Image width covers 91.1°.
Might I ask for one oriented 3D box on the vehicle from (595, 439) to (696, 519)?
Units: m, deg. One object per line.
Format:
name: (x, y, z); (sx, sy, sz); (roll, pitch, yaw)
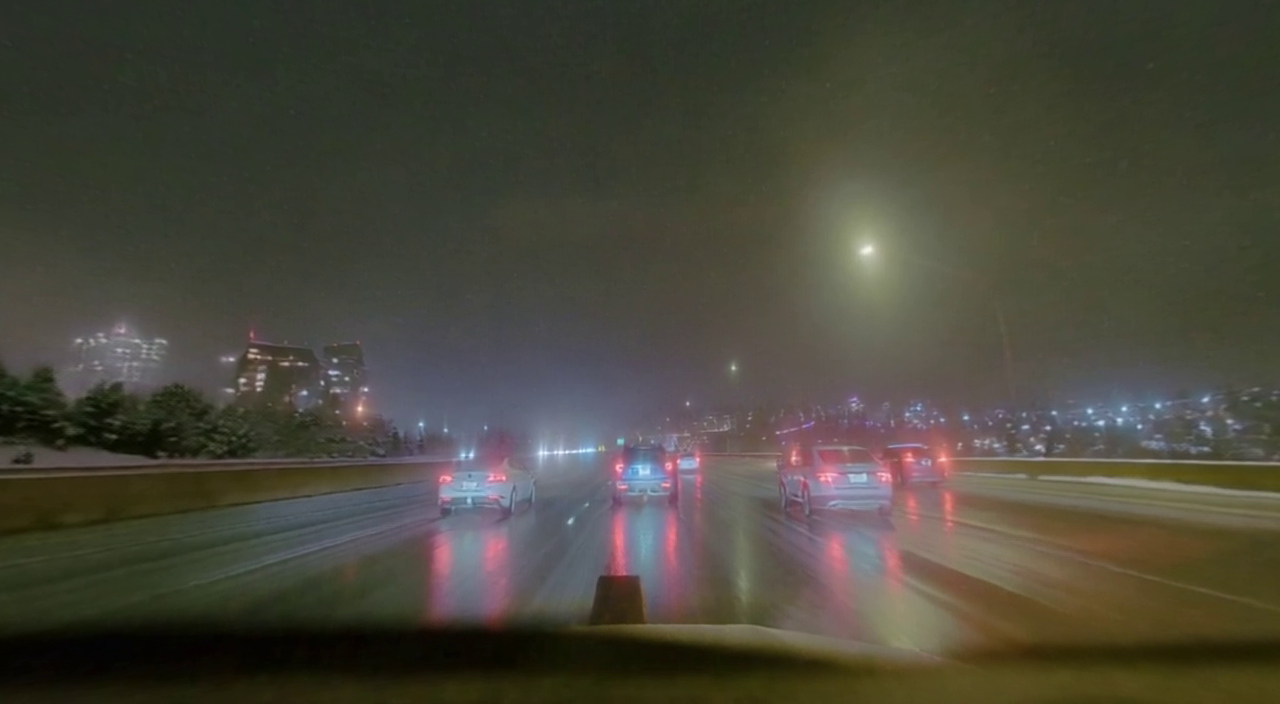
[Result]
vehicle: (0.143, 2.979, 15.212); (2.099, 1.640, 4.134); (0, -9, 1)

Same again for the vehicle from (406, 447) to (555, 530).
vehicle: (-3.274, 2.895, 13.995); (2.011, 1.510, 4.698); (0, -9, 1)

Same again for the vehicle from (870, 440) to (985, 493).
vehicle: (10.589, 4.222, 23.582); (2.133, 1.770, 4.537); (0, -9, 0)

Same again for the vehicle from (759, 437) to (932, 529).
vehicle: (4.091, 2.688, 13.442); (2.210, 1.625, 4.249); (0, -9, -1)
